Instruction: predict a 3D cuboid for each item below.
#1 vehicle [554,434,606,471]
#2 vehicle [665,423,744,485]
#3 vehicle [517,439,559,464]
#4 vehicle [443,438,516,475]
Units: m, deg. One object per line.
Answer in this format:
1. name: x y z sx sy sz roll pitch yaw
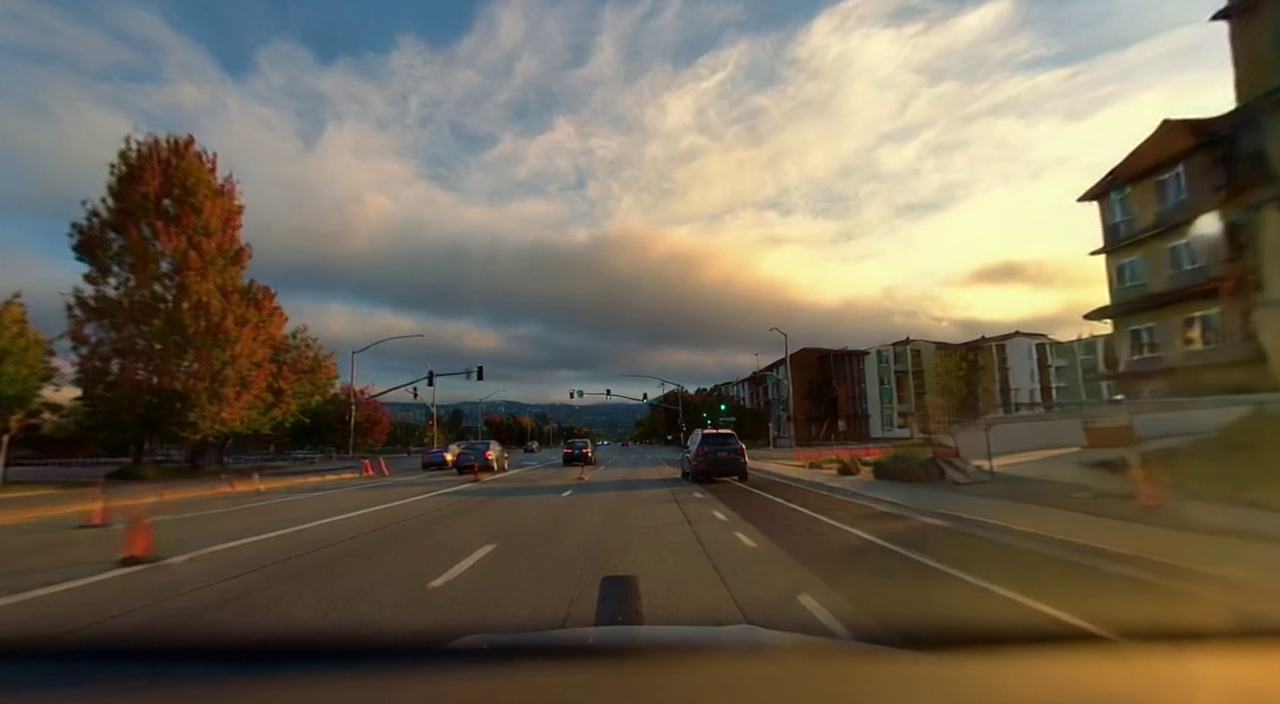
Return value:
1. vehicle: -2.887 4.948 31.251 2.121 1.654 3.993 0 -8 1
2. vehicle: 2.015 3.370 21.017 2.197 1.835 4.316 0 -8 0
3. vehicle: -6.541 6.453 41.070 1.993 1.492 3.666 0 -8 2
4. vehicle: -7.043 4.641 28.234 1.928 1.488 4.635 0 -8 2
